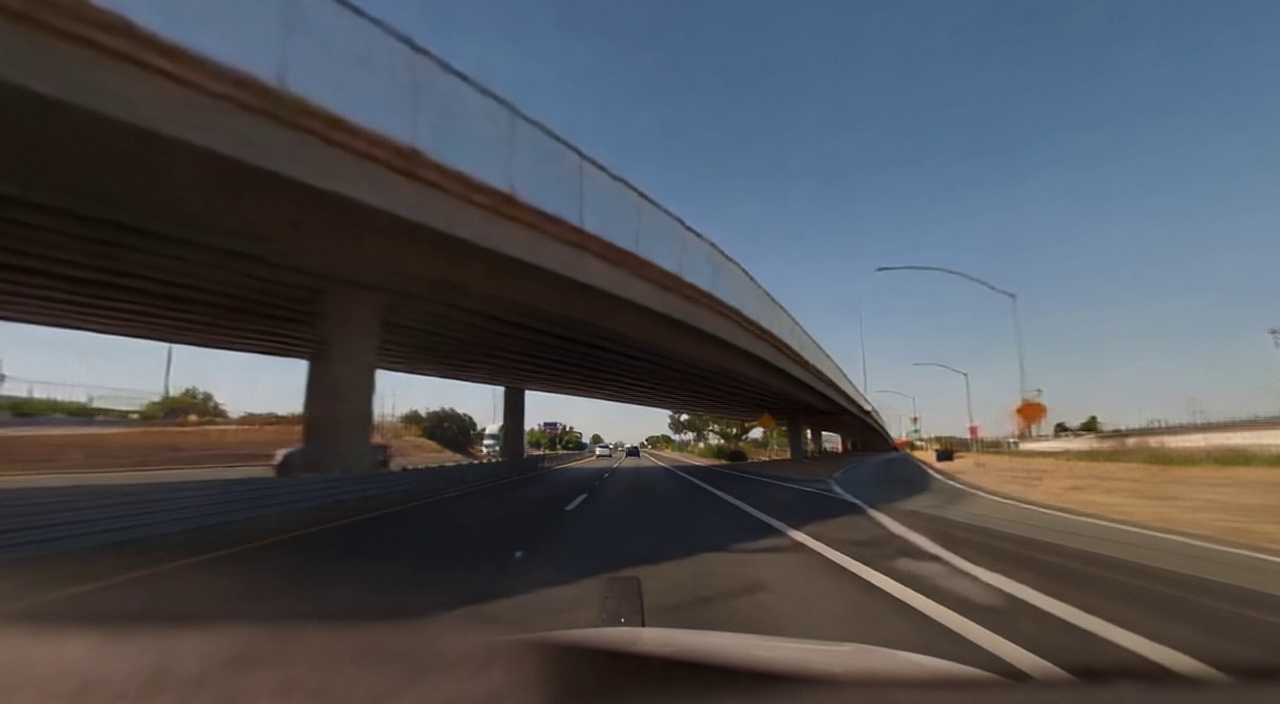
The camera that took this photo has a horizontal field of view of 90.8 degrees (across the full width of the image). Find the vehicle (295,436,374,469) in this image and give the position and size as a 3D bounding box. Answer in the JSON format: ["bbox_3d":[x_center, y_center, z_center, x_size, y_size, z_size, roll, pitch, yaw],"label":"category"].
[{"bbox_3d":[-15.441,5.119,32.163,1.848,1.517,4.275,0,-9,0],"label":"vehicle"}]
